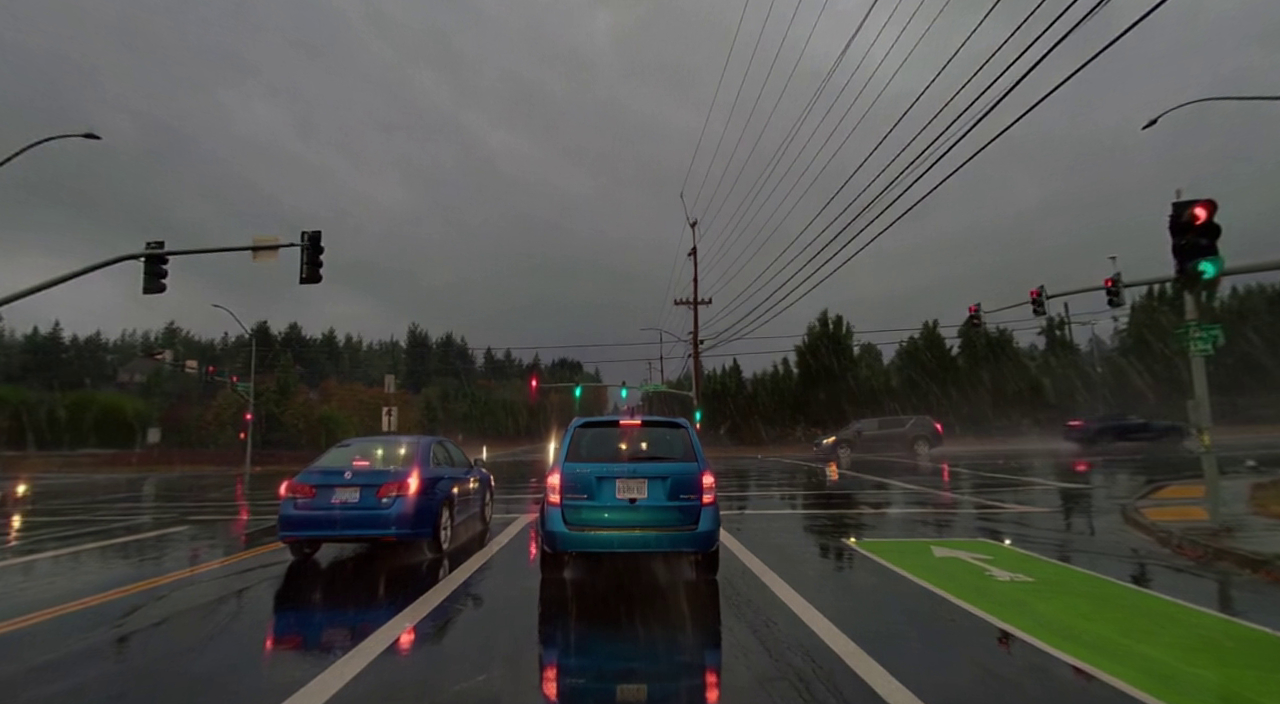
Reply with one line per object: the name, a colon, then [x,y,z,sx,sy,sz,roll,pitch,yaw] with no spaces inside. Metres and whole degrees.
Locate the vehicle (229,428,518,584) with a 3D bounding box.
vehicle: [-2.933,1.763,7.997,1.969,1.486,3.702,0,-8,1]

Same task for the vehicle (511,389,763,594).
vehicle: [-0.059,1.510,7.604,2.182,1.773,4.041,0,-8,-1]

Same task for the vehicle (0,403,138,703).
vehicle: [-3.350,0.660,0.438,1.928,1.488,4.936,0,-8,0]

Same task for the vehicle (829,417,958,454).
vehicle: [13.824,4.607,34.834,6.143,1.944,2.229,-1,-8,5]

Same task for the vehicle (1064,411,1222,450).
vehicle: [21.909,3.475,27.706,4.977,1.648,2.088,-1,-8,4]
